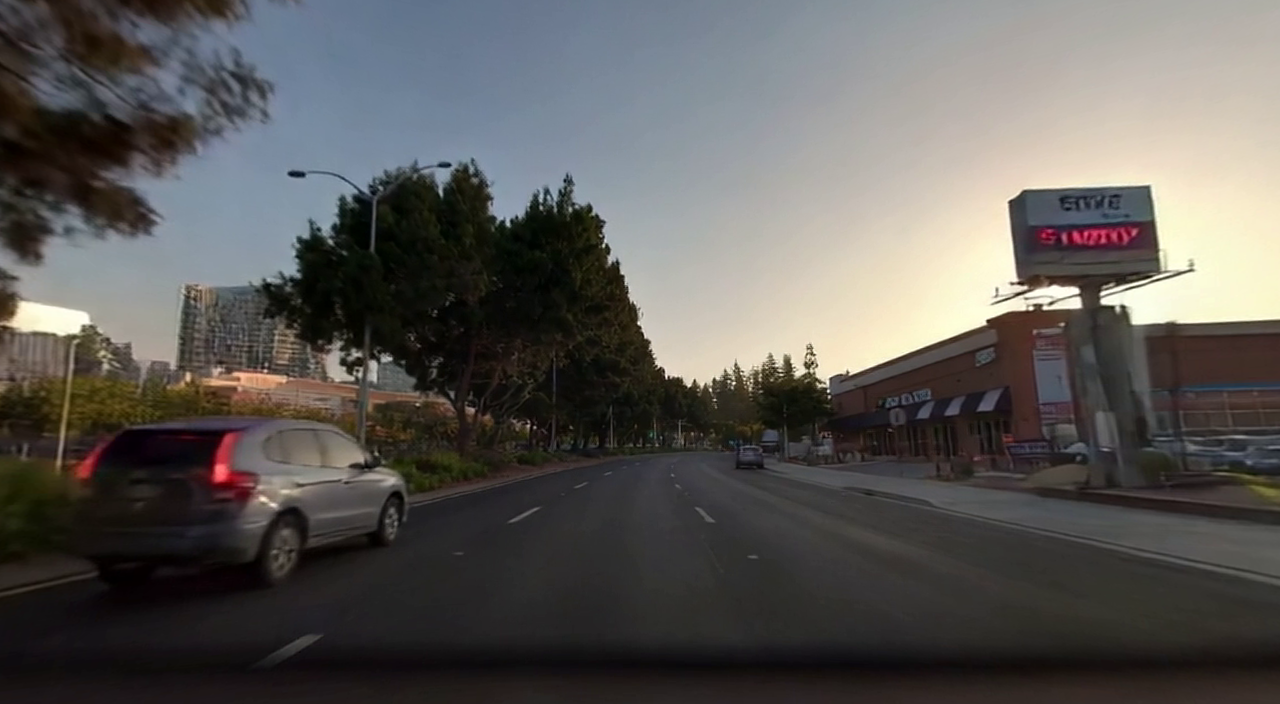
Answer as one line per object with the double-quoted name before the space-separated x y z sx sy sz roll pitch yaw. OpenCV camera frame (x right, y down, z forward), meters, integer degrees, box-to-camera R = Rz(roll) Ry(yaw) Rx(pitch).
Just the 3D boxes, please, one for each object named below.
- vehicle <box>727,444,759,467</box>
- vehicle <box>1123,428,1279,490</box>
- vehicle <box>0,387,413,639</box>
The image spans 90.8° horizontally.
"vehicle" 7.785 7.865 48.137 1.974 1.635 4.043 -1 -9 4
"vehicle" 16.598 2.985 17.794 4.355 1.602 1.932 0 -9 -1
"vehicle" -4.540 1.563 7.168 2.238 1.864 4.740 0 -9 -1
